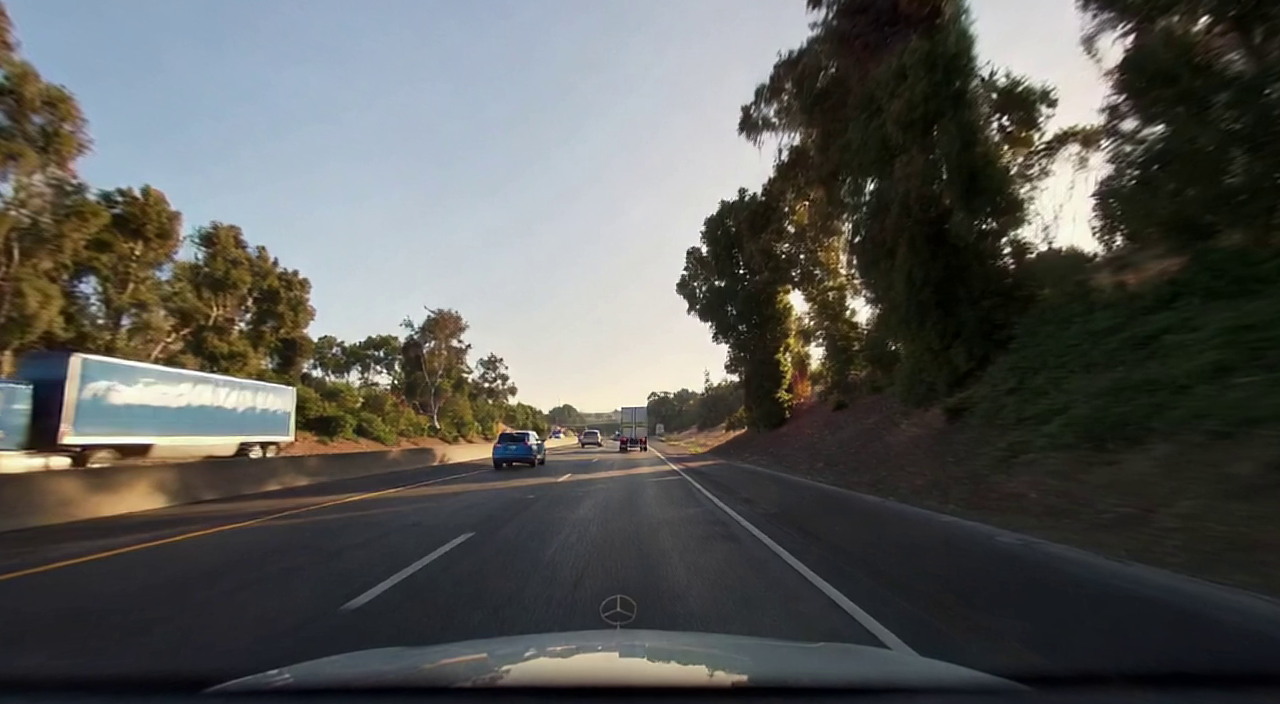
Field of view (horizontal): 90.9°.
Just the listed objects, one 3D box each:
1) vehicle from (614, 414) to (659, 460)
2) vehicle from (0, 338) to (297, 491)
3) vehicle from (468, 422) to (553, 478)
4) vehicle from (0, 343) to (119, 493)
[{"bbox_3d":[-0.260,5.073,37.739,2.526,2.531,5.026,0,-8,-1],"label":"vehicle"},{"bbox_3d":[-17.743,2.506,22.871,2.868,3.862,14.031,0,-8,-1],"label":"vehicle"},{"bbox_3d":[-4.372,3.376,22.012,2.049,1.726,4.291,0,-8,0],"label":"vehicle"},{"bbox_3d":[-17.636,1.706,16.179,3.010,3.760,6.302,0,-8,-1],"label":"vehicle"}]
